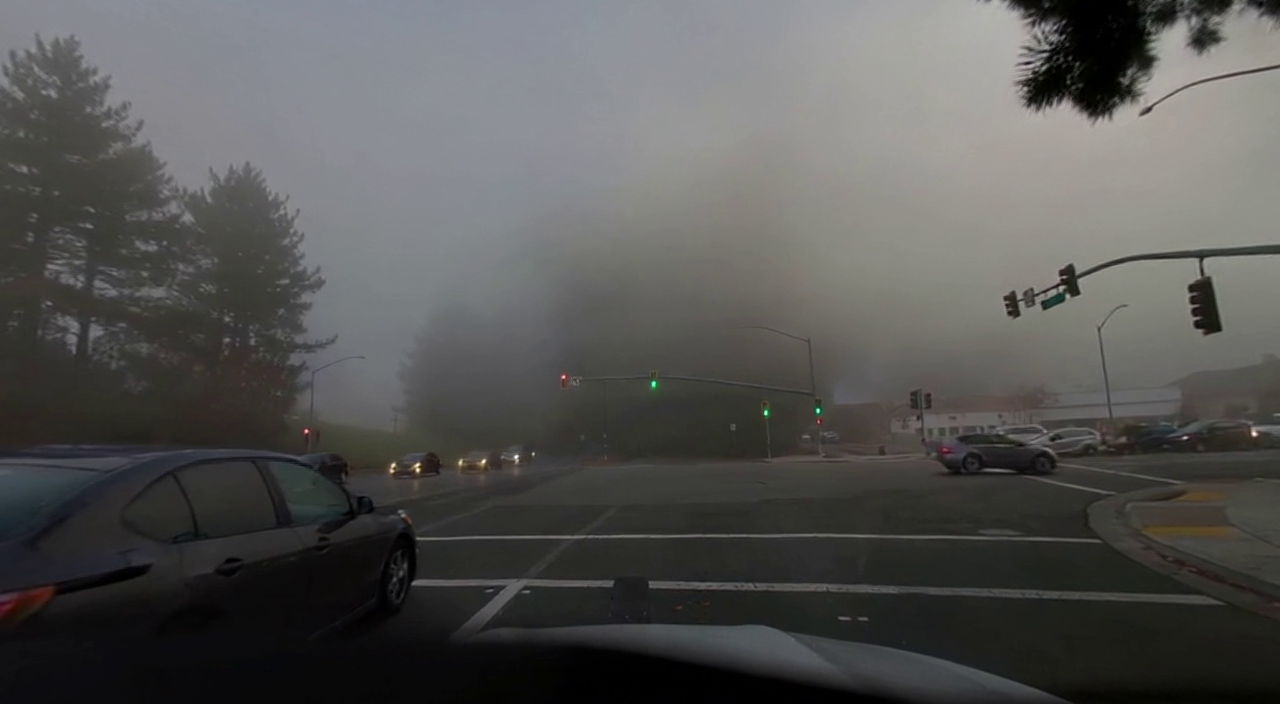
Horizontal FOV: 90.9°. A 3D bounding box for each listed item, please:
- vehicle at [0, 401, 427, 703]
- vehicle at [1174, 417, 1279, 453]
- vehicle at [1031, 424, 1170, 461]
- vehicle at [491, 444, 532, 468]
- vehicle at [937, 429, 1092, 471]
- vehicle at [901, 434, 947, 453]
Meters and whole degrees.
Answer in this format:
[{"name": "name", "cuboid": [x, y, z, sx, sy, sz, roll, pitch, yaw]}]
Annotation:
[{"name": "vehicle", "cuboid": [-2.936, 1.097, 3.268, 1.924, 1.482, 4.734, 0, -8, 1]}, {"name": "vehicle", "cuboid": [26.780, 3.731, 28.130, 4.240, 1.540, 1.944, 1, -9, -5]}, {"name": "vehicle", "cuboid": [19.957, 3.937, 27.427, 4.552, 1.492, 2.002, 0, -9, -4]}, {"name": "vehicle", "cuboid": [-9.768, 7.955, 48.319, 1.905, 1.724, 4.449, -1, -8, 5]}, {"name": "vehicle", "cuboid": [13.411, 3.558, 22.855, 4.364, 1.450, 1.841, -1, -9, 8]}, {"name": "vehicle", "cuboid": [22.386, 7.200, 49.528, 1.930, 1.410, 4.313, -8, -11, 42]}]
